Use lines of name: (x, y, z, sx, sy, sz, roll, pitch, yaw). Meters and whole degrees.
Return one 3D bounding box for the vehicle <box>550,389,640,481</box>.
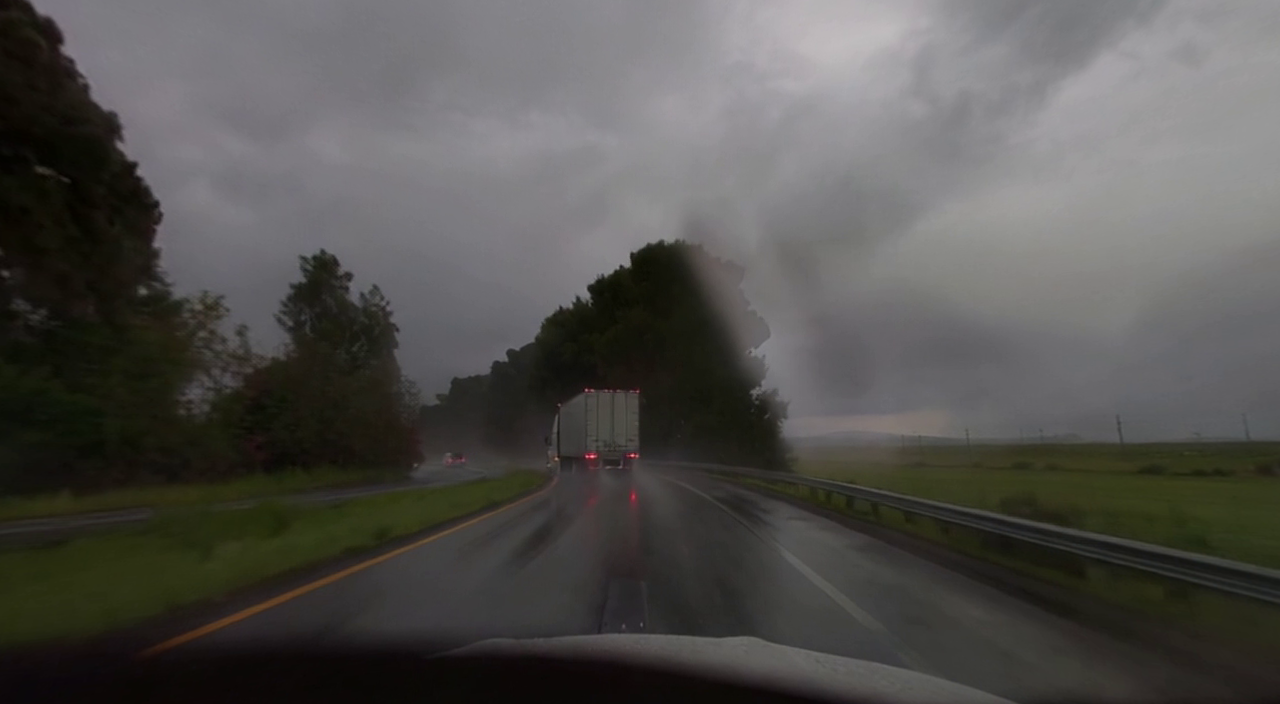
vehicle: (-3.032, 4.727, 35.792, 3.087, 4.178, 13.682, 1, -8, -12)
